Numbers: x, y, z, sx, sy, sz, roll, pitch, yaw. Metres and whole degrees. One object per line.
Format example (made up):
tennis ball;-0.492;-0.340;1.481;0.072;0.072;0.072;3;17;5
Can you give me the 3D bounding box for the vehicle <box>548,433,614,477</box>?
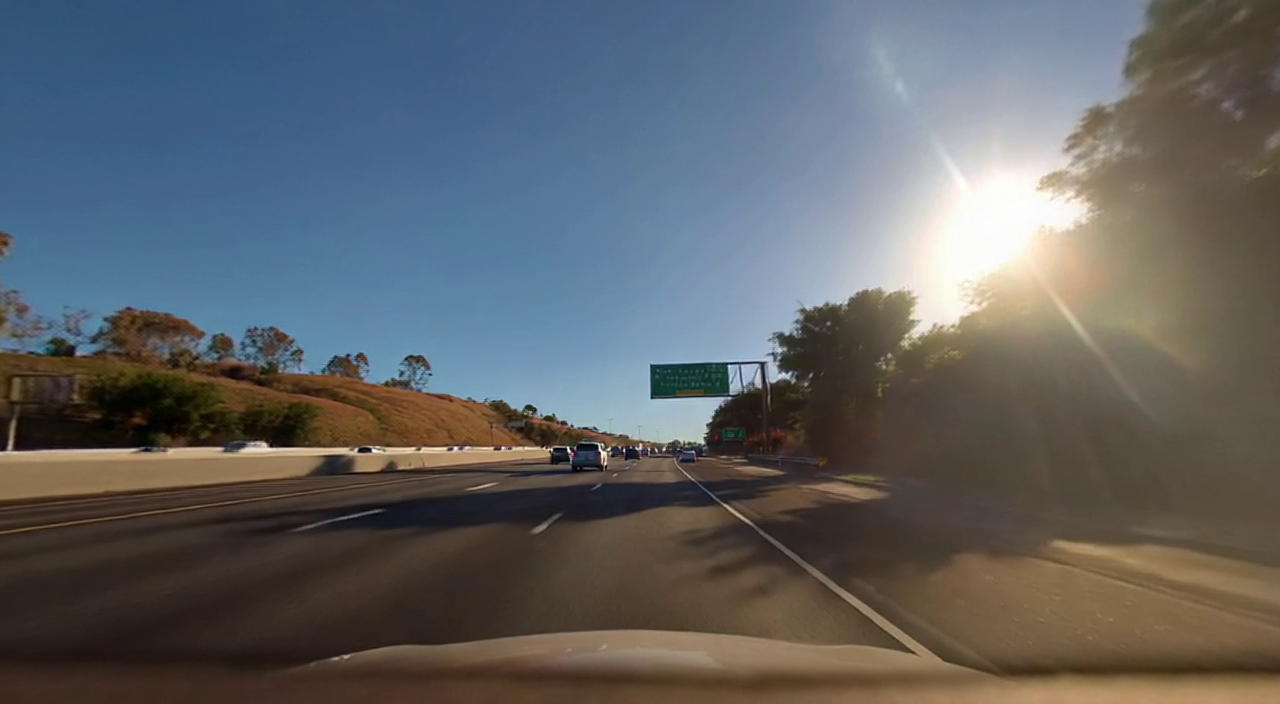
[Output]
vehicle;-2.658;4.826;29.604;2.413;1.896;5.218;0;-9;2
